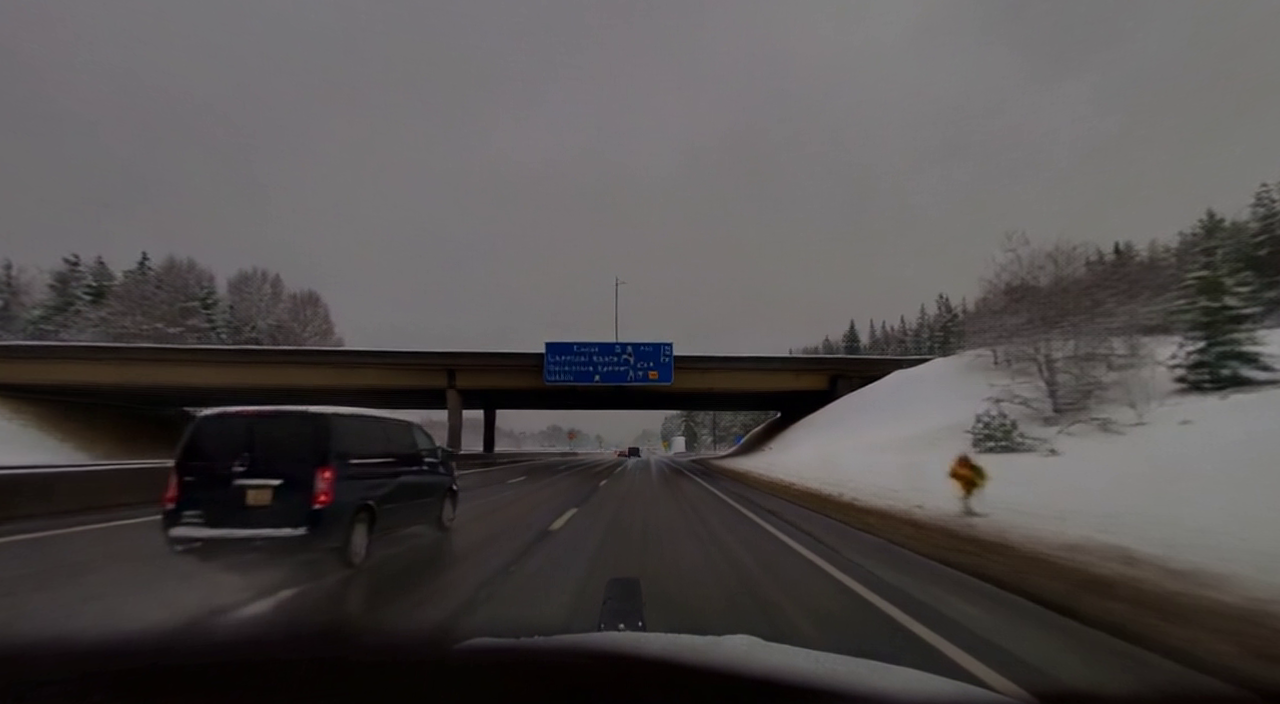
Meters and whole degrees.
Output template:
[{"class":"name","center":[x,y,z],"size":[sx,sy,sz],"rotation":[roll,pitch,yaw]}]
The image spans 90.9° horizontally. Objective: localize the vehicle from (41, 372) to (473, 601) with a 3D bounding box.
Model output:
[{"class":"vehicle","center":[-3.921,1.531,7.919],"size":[2.167,1.929,5.037],"rotation":[0,-9,1]}]
